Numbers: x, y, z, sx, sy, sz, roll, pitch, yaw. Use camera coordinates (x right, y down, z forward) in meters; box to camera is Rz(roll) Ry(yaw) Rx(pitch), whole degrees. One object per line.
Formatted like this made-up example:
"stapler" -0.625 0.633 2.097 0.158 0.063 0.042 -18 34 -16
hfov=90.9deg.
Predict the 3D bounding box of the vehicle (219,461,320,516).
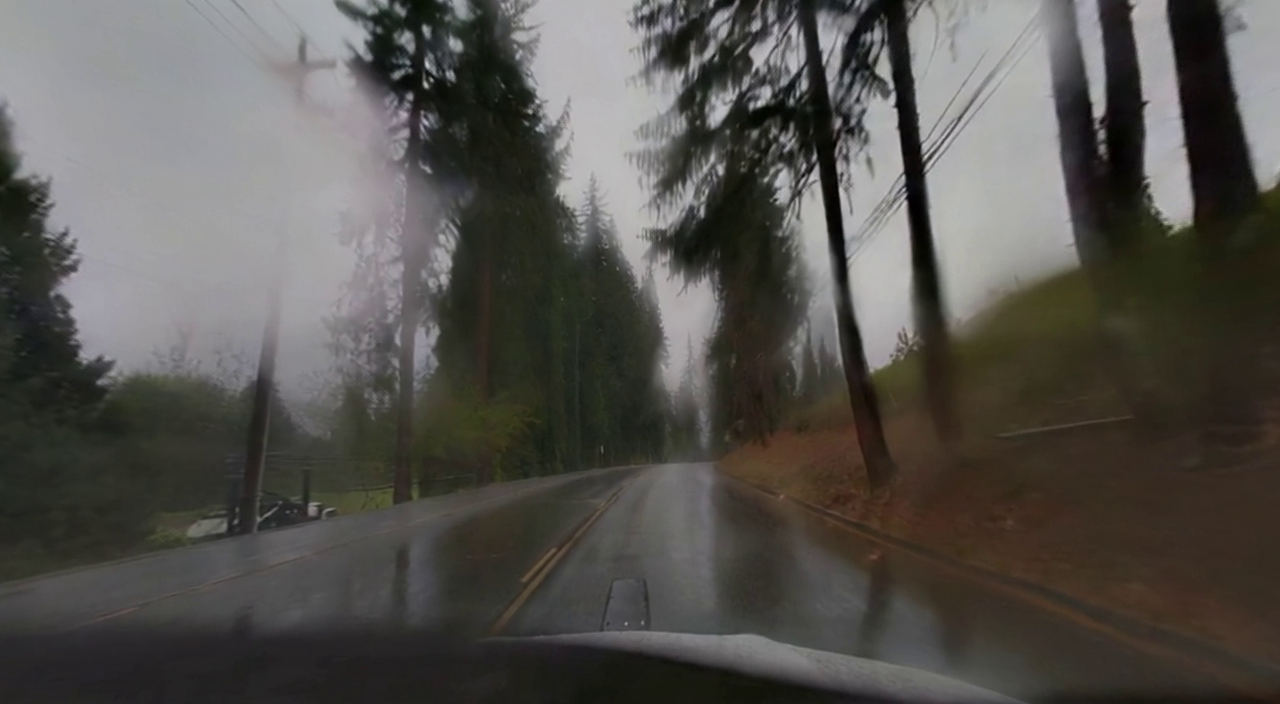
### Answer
"vehicle" -13.423 4.918 23.147 2.058 1.654 4.273 2 -9 -15
